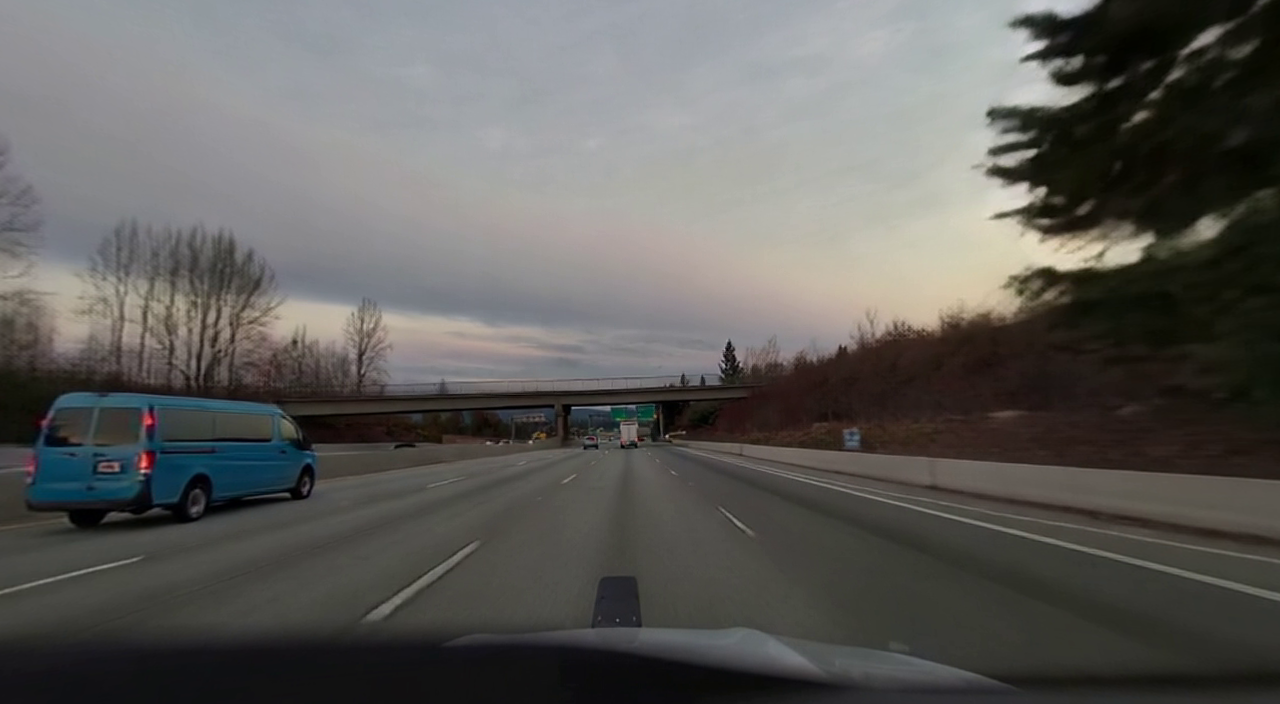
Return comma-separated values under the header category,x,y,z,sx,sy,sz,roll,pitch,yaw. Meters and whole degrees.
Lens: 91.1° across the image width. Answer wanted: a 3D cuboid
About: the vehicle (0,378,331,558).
category,x,y,z,sx,sy,sz,roll,pitch,yaw
vehicle,-7.163,1.640,9.707,2.150,1.996,5.341,0,-8,-2
